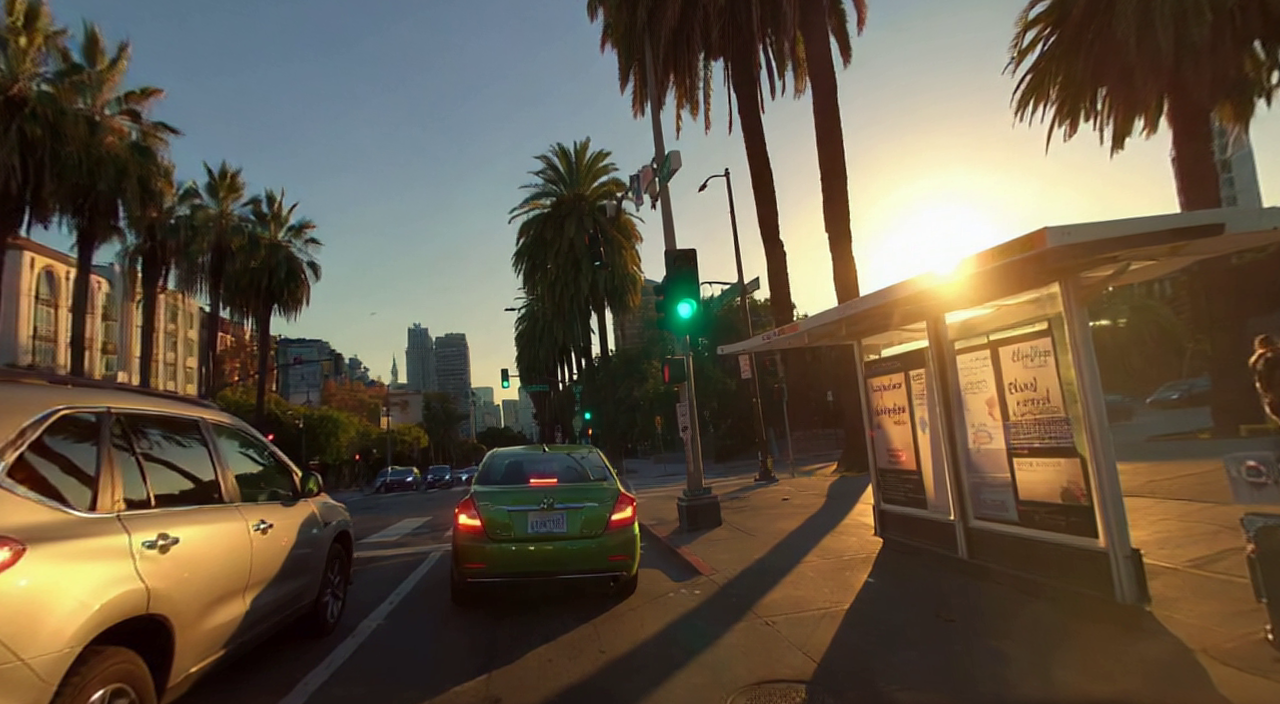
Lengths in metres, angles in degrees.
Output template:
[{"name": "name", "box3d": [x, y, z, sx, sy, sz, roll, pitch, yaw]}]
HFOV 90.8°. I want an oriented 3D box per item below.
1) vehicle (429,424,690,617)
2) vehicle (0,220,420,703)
[{"name": "vehicle", "box3d": [-1.019, 1.645, 7.222, 2.065, 1.467, 4.289, 2, -9, -11]}, {"name": "vehicle", "box3d": [-2.764, 0.911, 3.258, 2.098, 1.851, 4.571, 1, -9, -7]}]
